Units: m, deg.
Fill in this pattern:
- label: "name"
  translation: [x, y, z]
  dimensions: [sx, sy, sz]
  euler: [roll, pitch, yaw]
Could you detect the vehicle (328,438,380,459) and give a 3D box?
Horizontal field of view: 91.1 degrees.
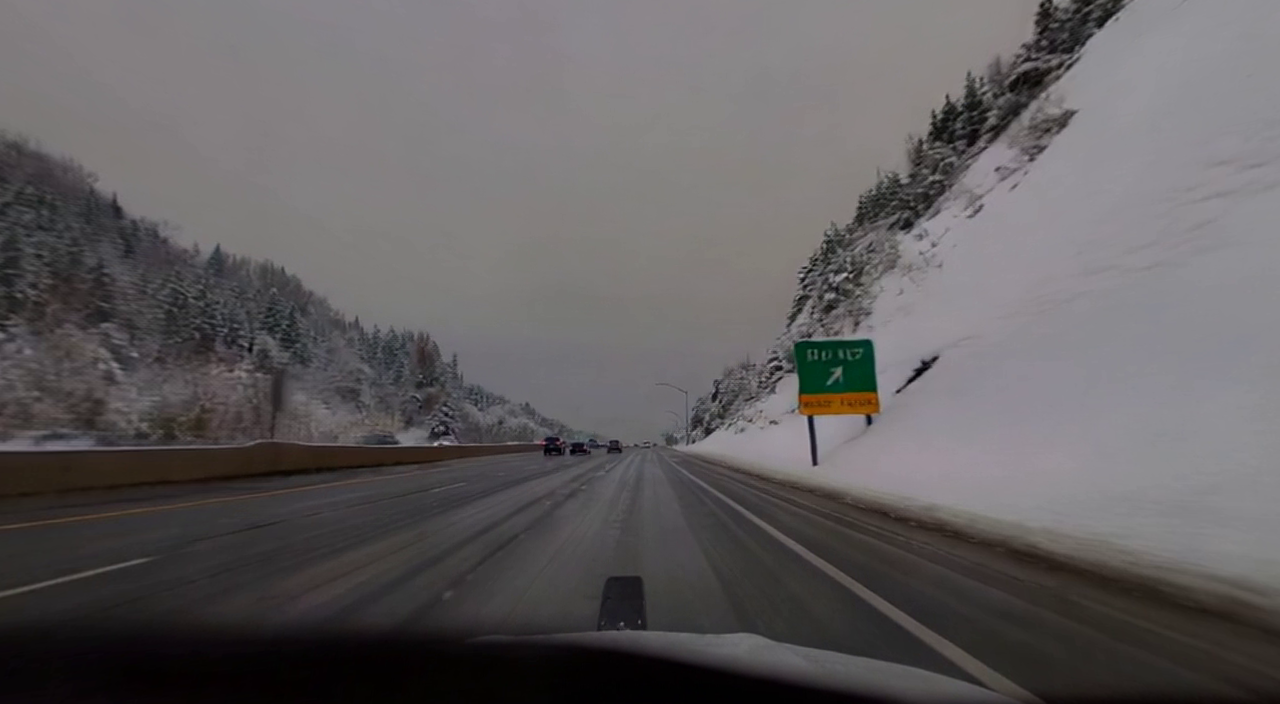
- label: "vehicle"
  translation: [-21.221, 7.173, 46.765]
  dimensions: [1.857, 1.439, 4.335]
  euler: [0, -8, 0]
